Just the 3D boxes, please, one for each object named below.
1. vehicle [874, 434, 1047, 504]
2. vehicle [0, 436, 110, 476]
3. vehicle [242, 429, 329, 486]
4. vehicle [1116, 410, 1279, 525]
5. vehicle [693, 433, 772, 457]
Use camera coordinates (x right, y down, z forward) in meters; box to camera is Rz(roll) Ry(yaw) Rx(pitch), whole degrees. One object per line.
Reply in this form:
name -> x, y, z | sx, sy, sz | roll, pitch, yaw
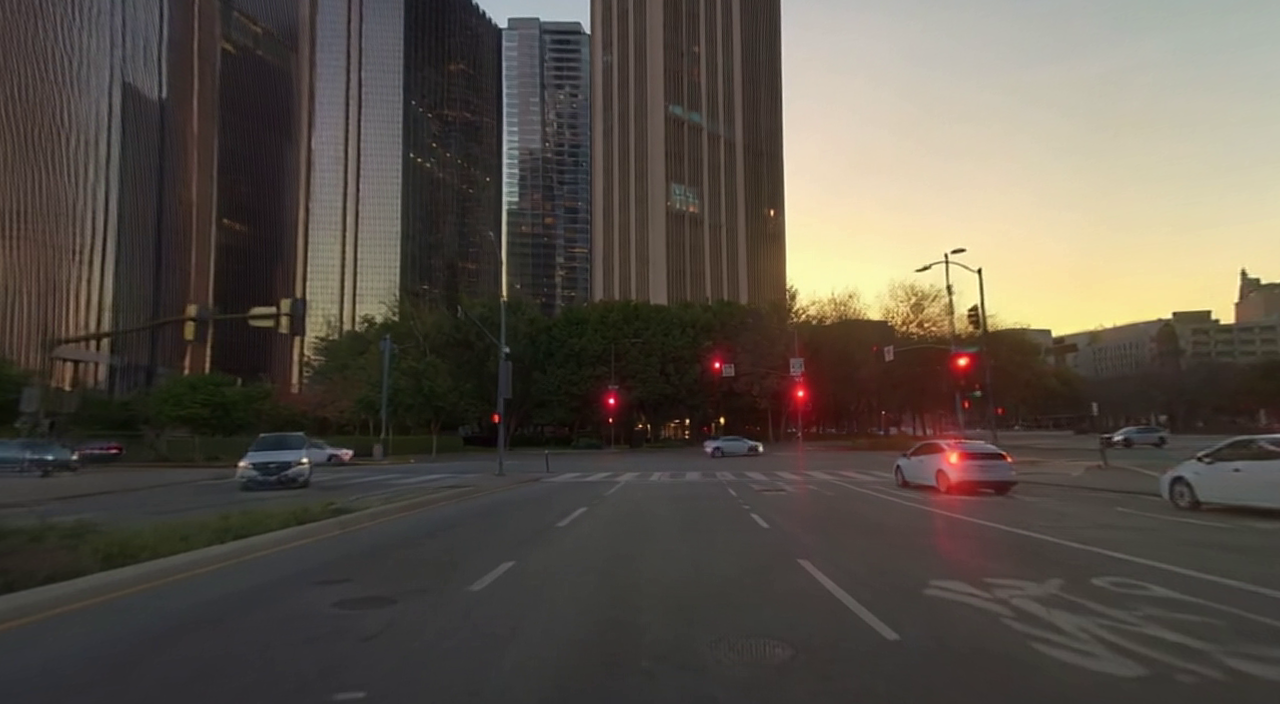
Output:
vehicle -> 7.848, 2.897, 16.159 | 1.936, 1.489, 4.885 | -1, -8, 1
vehicle -> -31.435, 5.415, 32.873 | 5.659, 1.967, 2.149 | 0, -8, -1
vehicle -> -13.532, 3.945, 23.963 | 2.125, 1.910, 4.779 | 6, -11, -36
vehicle -> 11.222, 1.974, 10.982 | 2.027, 1.810, 4.854 | 0, -9, -1
vehicle -> 5.850, 5.960, 40.402 | 4.762, 1.420, 1.814 | 0, -9, 0
